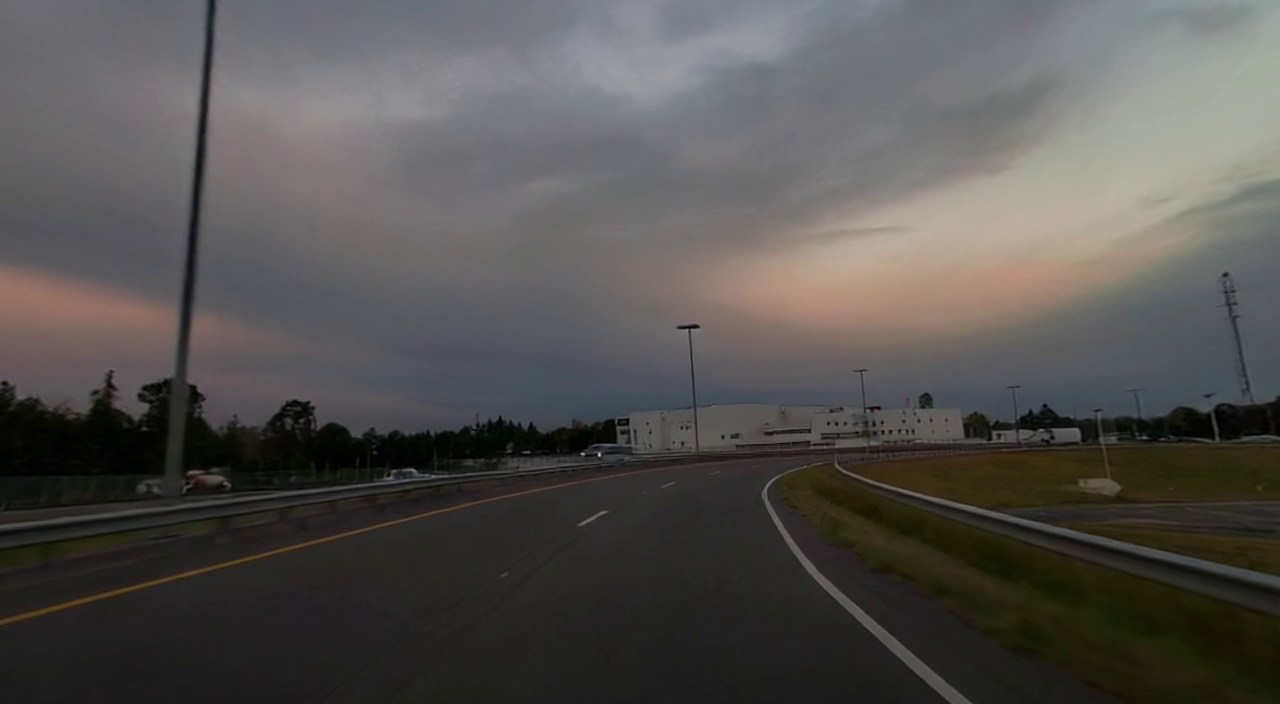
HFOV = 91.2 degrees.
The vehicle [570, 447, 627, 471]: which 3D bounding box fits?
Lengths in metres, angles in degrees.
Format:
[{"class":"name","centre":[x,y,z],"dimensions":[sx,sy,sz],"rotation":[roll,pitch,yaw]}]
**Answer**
[{"class":"vehicle","centre":[-2.821,7.482,43.877],"dimensions":[1.977,1.579,4.410],"rotation":[-5,-10,26]}]
